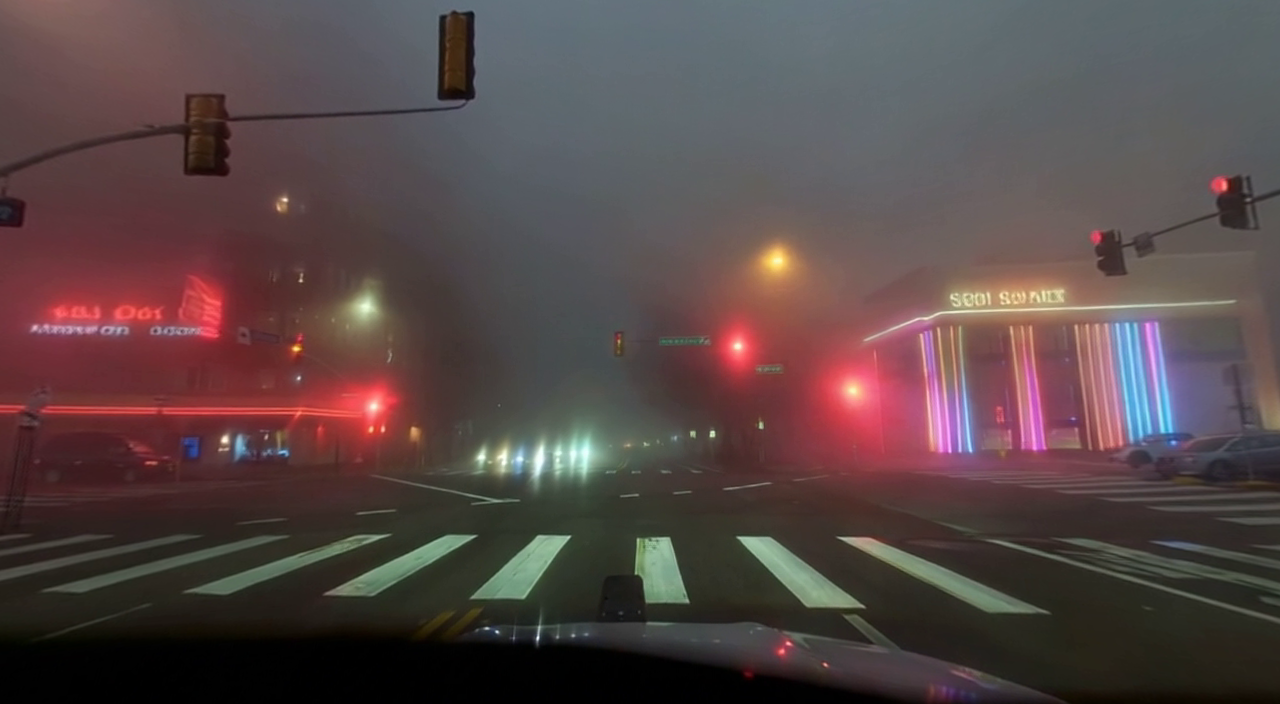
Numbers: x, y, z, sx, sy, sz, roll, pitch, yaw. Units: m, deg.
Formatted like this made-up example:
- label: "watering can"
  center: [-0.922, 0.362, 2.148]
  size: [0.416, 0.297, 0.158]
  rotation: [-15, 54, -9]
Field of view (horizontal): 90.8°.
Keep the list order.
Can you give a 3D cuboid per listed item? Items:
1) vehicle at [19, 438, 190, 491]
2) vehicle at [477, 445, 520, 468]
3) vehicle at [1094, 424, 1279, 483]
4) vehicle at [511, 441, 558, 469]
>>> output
- label: "vehicle"
  center: [-21.150, 4.416, 25.045]
  size: [5.161, 1.910, 2.275]
  rotation: [-2, -9, 11]
- label: "vehicle"
  center: [-9.869, 7.321, 44.393]
  size: [2.106, 1.505, 4.228]
  rotation: [0, -8, 0]
- label: "vehicle"
  center: [15.409, 2.718, 17.038]
  size: [4.651, 1.463, 1.880]
  rotation: [-1, -9, 9]
- label: "vehicle"
  center: [-6.793, 6.659, 41.035]
  size: [2.181, 1.703, 4.512]
  rotation: [0, -8, 1]
